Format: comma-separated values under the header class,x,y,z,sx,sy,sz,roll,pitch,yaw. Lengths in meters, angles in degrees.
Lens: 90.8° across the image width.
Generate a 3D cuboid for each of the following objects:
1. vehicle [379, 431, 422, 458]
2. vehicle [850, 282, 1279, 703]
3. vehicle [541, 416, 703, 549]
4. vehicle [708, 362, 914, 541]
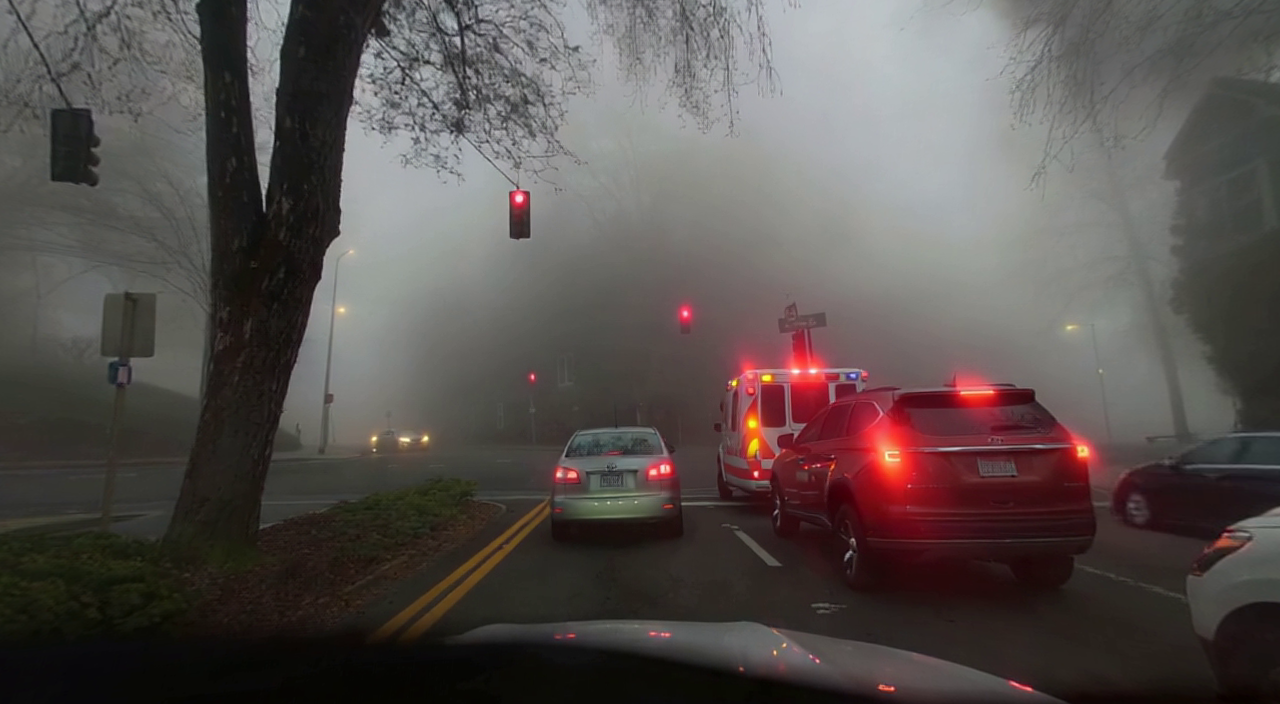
class,x,y,z,sx,sy,sz,roll,pitch,yaw
vehicle,-17.725,6.878,46.868,2.246,1.880,4.454,1,-8,-12
vehicle,2.854,0.892,2.878,2.194,1.820,4.652,0,-8,0
vehicle,-0.269,1.978,10.188,2.114,1.707,3.725,0,-8,-1
vehicle,2.880,1.896,12.373,2.406,2.687,5.521,0,-8,0
